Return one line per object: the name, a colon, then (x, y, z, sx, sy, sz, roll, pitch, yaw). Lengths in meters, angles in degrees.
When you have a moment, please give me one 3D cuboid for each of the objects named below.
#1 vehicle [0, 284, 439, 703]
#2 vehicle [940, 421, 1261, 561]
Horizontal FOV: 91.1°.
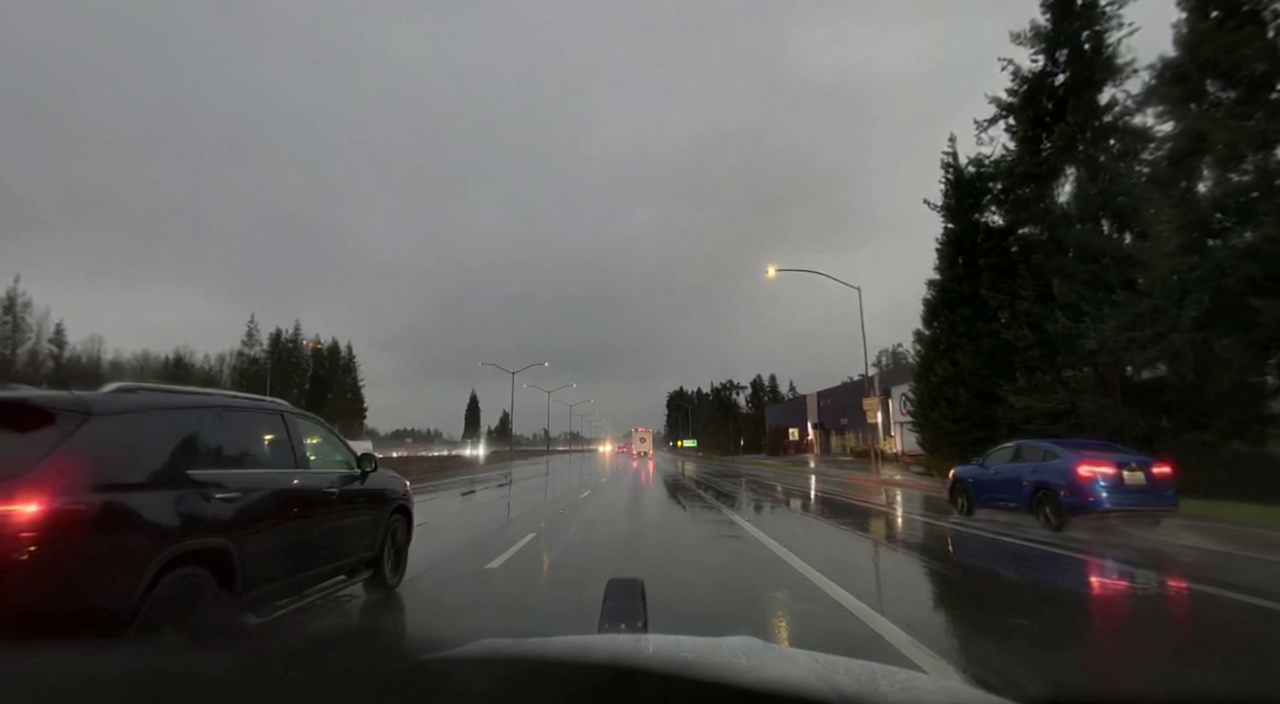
vehicle: (-3.163, 0.979, 3.892, 2.178, 1.826, 4.933, 0, -9, 0)
vehicle: (6.603, 2.005, 9.764, 1.958, 1.681, 4.109, 0, -9, 3)
